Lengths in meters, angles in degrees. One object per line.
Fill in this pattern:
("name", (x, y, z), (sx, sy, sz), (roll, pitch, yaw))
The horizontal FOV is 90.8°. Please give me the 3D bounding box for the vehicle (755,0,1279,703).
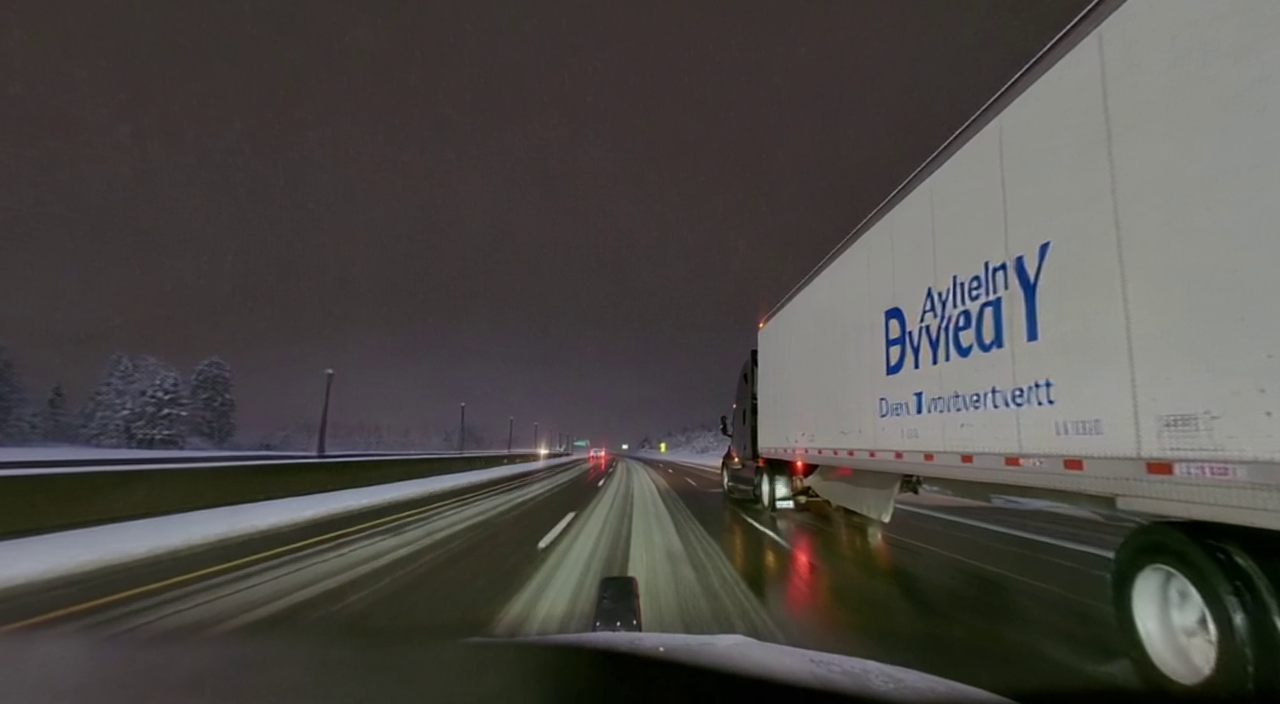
("vehicle", (4.007, 0.359, 7.641), (2.962, 4.132, 12.720), (0, -8, 1))
